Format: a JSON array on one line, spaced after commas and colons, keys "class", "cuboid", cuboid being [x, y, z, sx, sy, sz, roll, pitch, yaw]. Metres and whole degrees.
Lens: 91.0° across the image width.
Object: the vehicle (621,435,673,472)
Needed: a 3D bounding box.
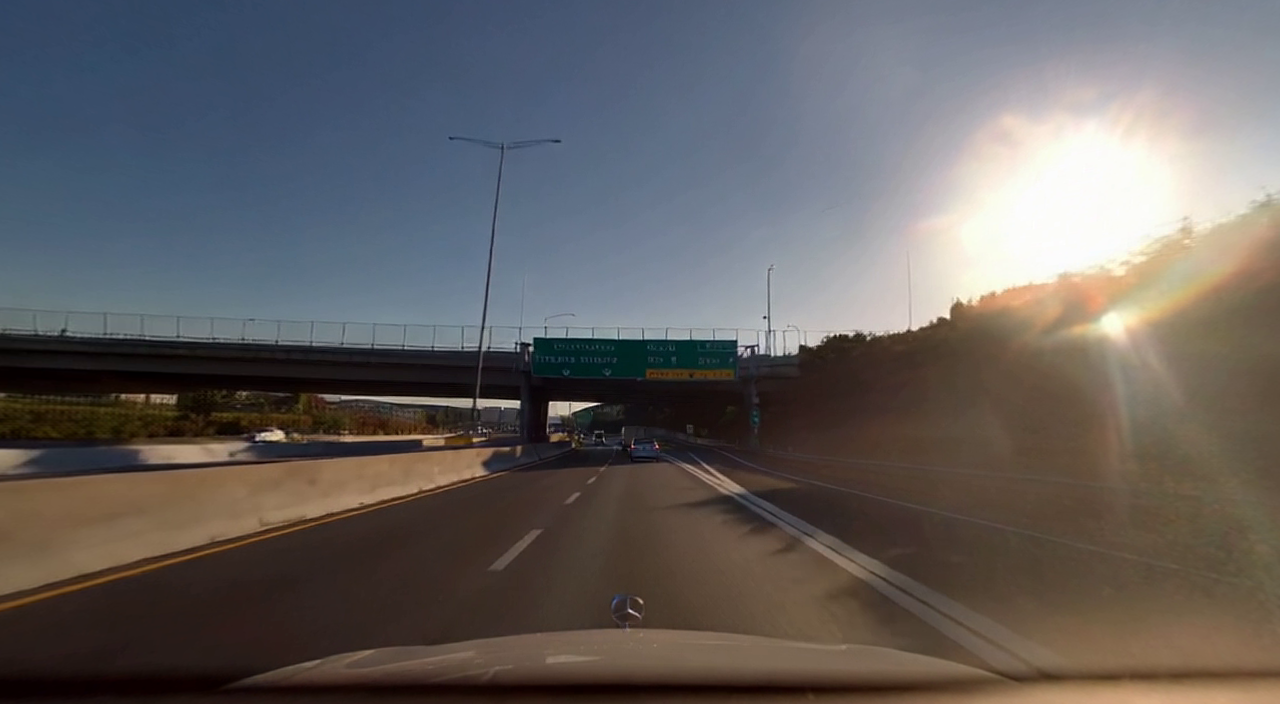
[{"class": "vehicle", "cuboid": [0.324, 4.462, 27.937, 2.130, 1.512, 4.057, 0, -8, 0]}]
